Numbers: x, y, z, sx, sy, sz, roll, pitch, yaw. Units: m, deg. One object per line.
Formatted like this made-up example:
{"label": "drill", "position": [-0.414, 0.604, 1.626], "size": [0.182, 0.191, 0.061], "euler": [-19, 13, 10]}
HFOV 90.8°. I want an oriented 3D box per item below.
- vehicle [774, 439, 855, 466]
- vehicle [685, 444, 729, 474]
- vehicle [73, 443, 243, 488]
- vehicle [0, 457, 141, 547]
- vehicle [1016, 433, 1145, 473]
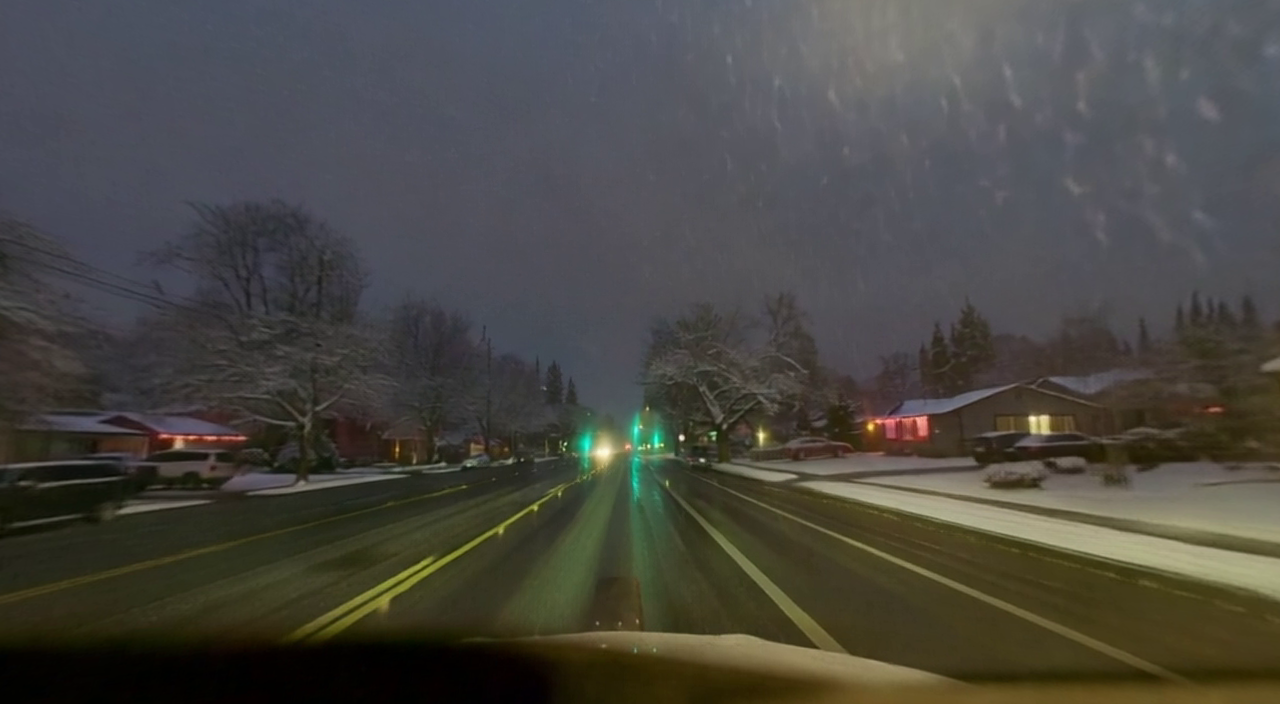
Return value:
{"label": "vehicle", "position": [11.701, 6.752, 42.601], "size": [4.860, 1.772, 2.007], "euler": [1, -8, -4]}
{"label": "vehicle", "position": [3.973, 6.456, 38.381], "size": [2.045, 1.677, 4.509], "euler": [0, -8, -1]}
{"label": "vehicle", "position": [-21.598, 5.088, 28.540], "size": [5.705, 1.907, 2.142], "euler": [0, -9, -4]}
{"label": "vehicle", "position": [-12.879, 3.022, 12.834], "size": [1.936, 1.504, 4.456], "euler": [-2, -7, -2]}
{"label": "vehicle", "position": [18.108, 4.166, 26.126], "size": [3.858, 1.583, 1.931], "euler": [0, -8, -2]}
